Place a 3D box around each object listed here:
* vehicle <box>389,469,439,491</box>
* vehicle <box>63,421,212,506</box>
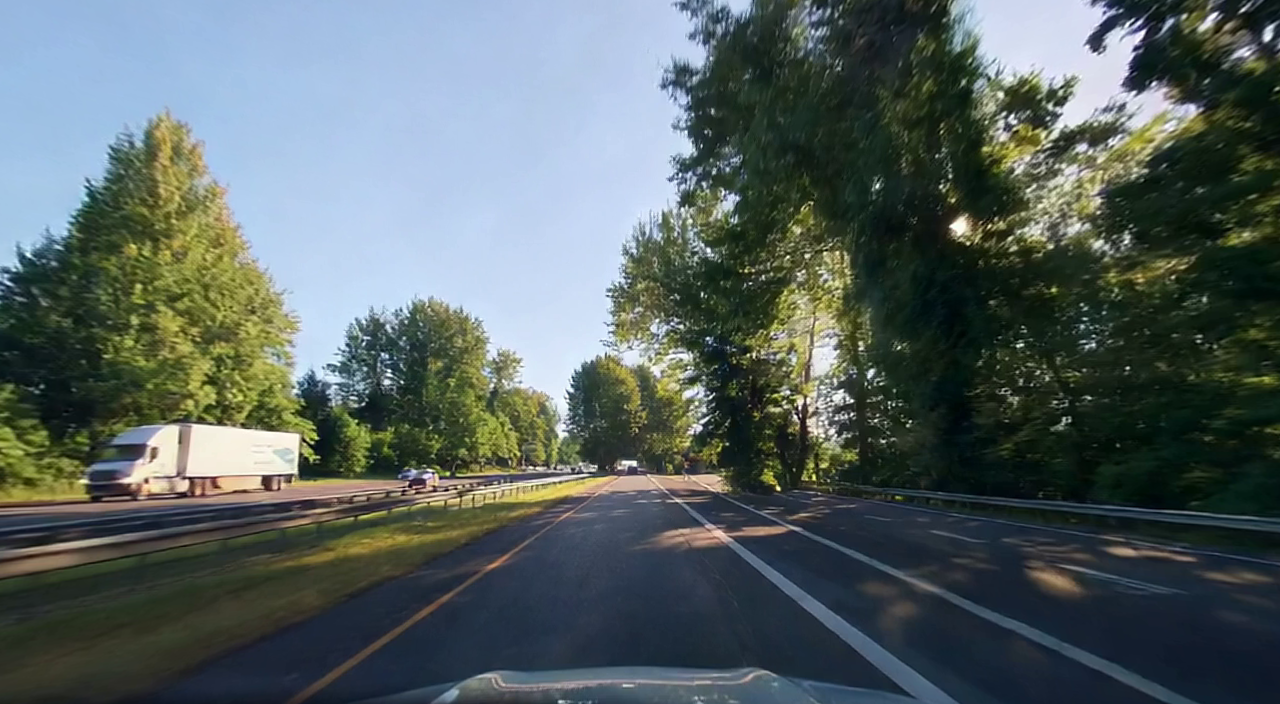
[{"bbox_3d":[-16.311,9.223,45.634,1.874,1.496,4.616,1,-11,0],"label":"vehicle"},{"bbox_3d":[-26.241,5.906,33.384,3.011,4.011,5.861,2,-11,-5],"label":"vehicle"}]
